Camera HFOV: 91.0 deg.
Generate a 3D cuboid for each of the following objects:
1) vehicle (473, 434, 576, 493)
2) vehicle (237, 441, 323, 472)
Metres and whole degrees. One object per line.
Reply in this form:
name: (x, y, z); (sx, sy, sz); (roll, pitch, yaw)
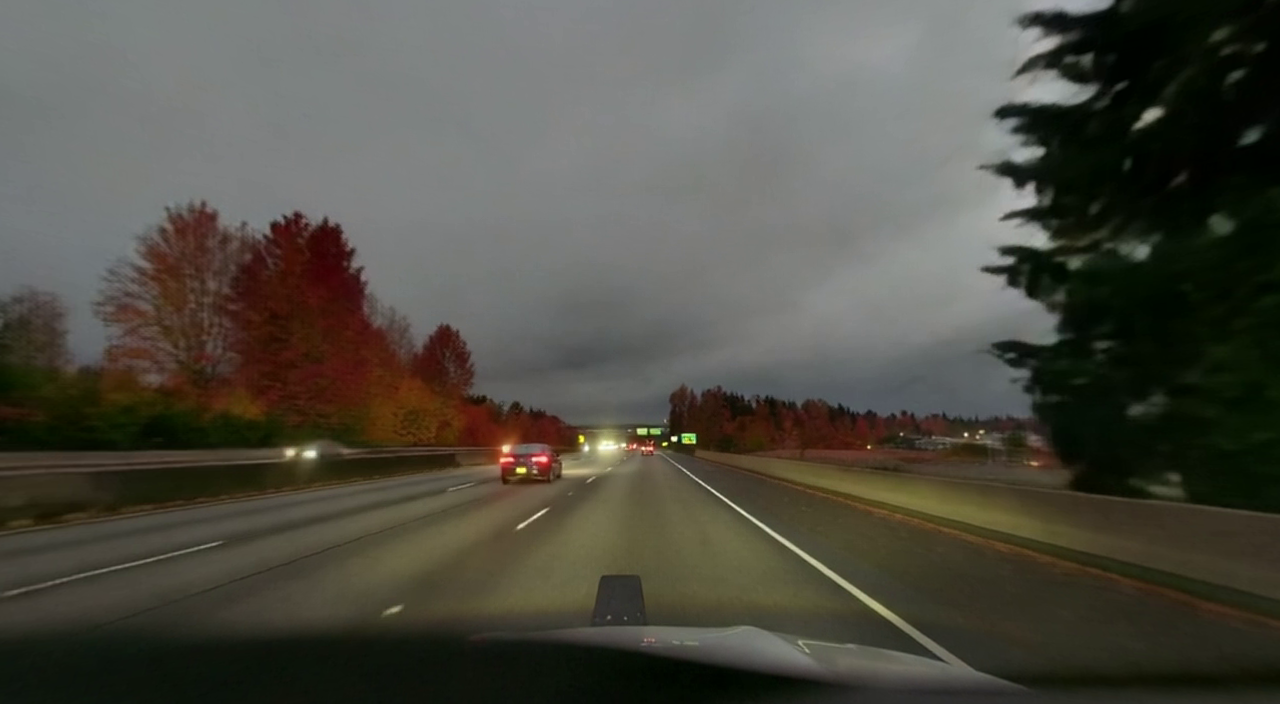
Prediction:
vehicle: (-3.343, 3.335, 19.279); (2.061, 1.572, 4.814); (0, -8, 2)
vehicle: (-19.921, 5.783, 35.055); (1.935, 1.612, 4.573); (0, -8, 2)
